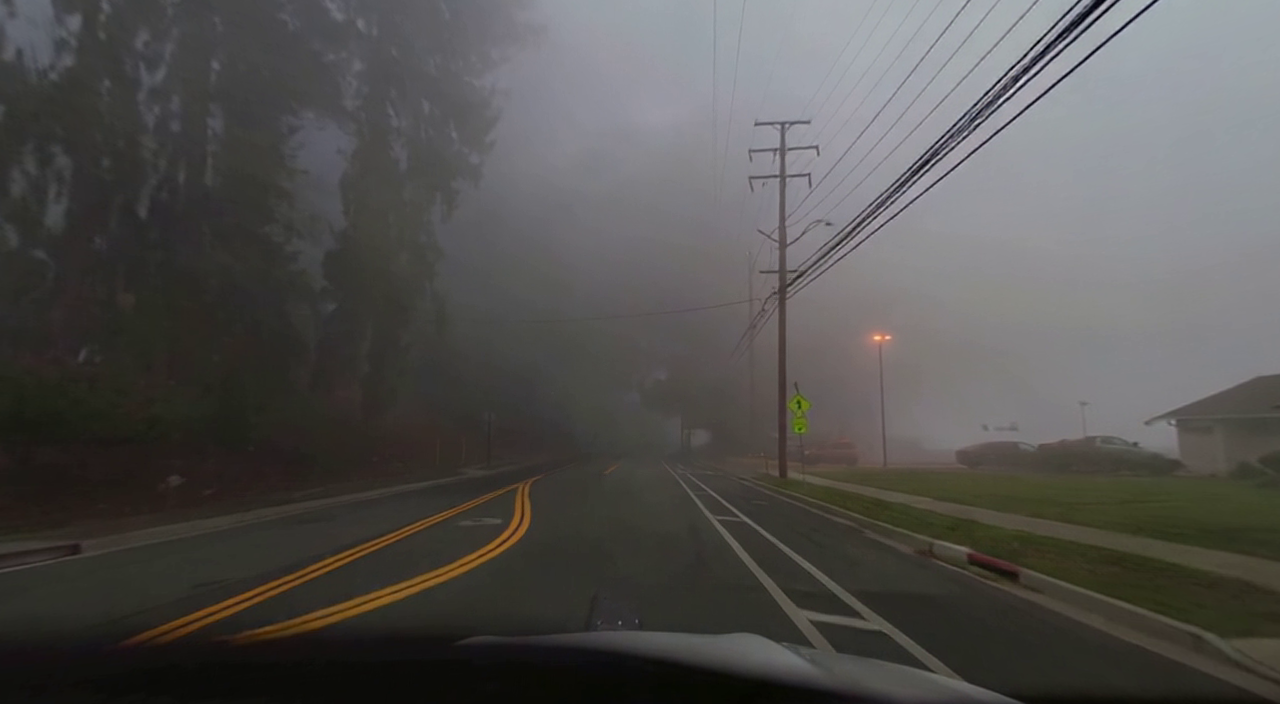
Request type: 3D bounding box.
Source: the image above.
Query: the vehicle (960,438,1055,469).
[{"bbox_3d":[21.049,5.790,36.156,3.943,1.664,2.391,0,-8,-1],"label":"vehicle"}]

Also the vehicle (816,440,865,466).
[{"bbox_3d":[13.541,6.838,42.790,1.935,1.683,4.669,0,-9,2],"label":"vehicle"}]

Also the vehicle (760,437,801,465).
[{"bbox_3d":[10.266,7.273,46.386,1.912,1.953,4.651,0,-9,0],"label":"vehicle"}]
